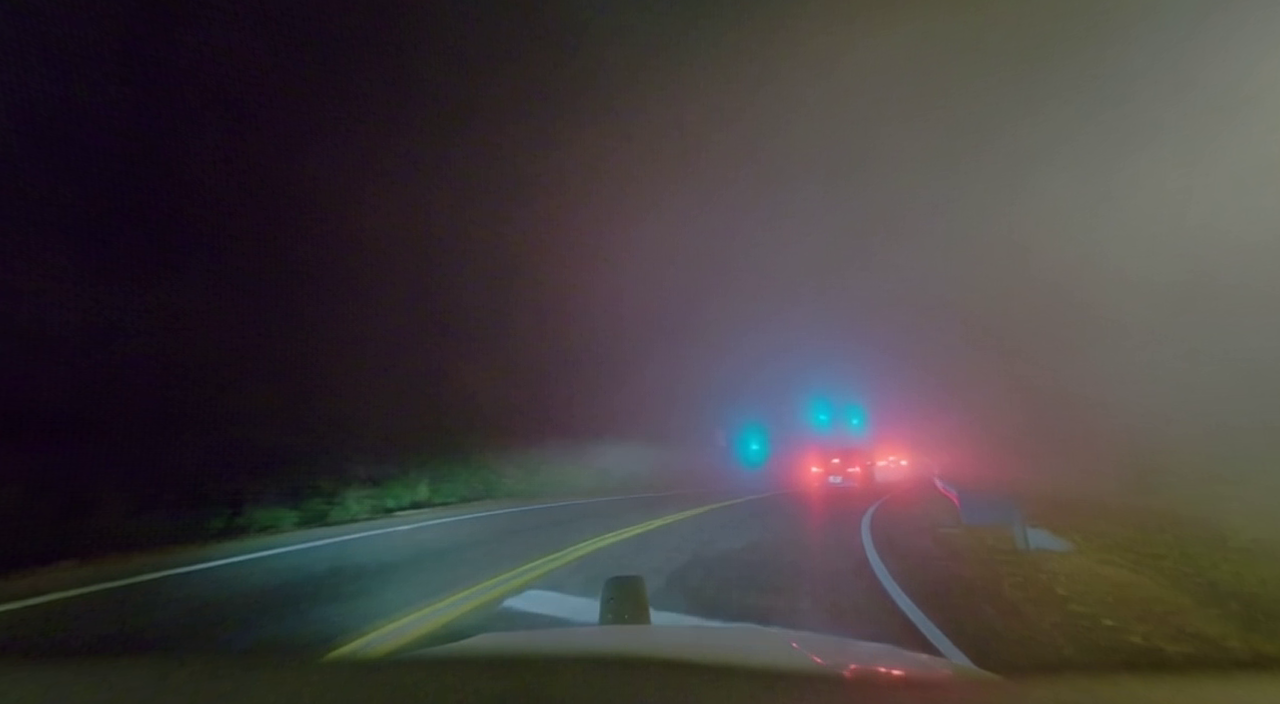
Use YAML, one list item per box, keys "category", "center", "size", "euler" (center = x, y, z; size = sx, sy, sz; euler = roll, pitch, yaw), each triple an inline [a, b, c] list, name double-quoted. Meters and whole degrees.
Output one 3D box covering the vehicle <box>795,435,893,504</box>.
- category: "vehicle"
  center: [7.092, 3.860, 21.396]
  size: [2.500, 1.961, 5.637]
  euler: [-4, -9, 24]
